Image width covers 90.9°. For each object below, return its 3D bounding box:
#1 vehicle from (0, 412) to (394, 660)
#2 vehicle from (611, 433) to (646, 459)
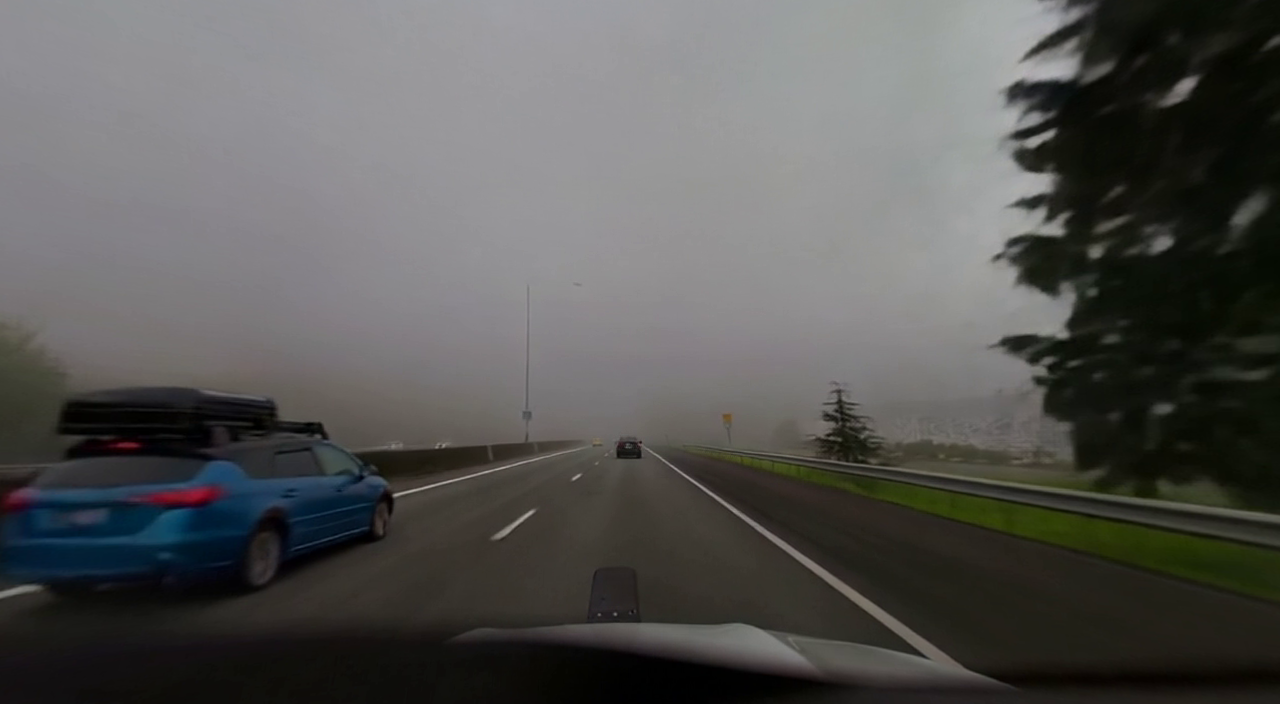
[{"bbox_3d":[-4.504,1.499,6.414,2.189,1.580,4.607,0,-8,-1],"label":"vehicle"},{"bbox_3d":[-0.771,6.047,40.710,2.151,1.618,3.898,0,-8,-1],"label":"vehicle"}]
